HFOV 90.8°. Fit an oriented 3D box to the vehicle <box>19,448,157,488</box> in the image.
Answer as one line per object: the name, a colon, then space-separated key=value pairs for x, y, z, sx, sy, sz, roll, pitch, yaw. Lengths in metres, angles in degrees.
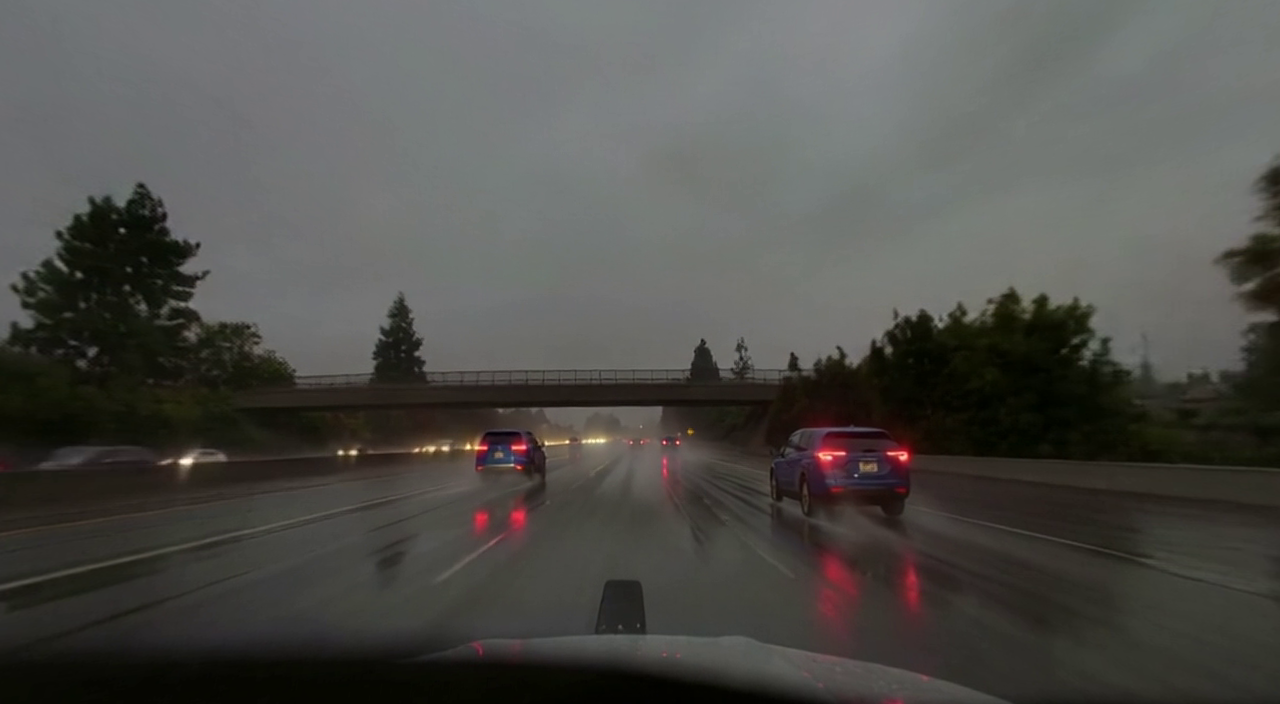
vehicle: x=-23.272 y=4.870 z=26.905 sx=1.900 sy=1.508 sz=4.456 roll=0 pitch=-9 yaw=-1

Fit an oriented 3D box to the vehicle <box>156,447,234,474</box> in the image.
vehicle: x=-29.960 y=7.308 z=42.728 sx=1.954 sy=1.691 sz=4.637 roll=0 pitch=-9 yaw=0

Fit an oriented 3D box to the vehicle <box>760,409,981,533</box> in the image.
vehicle: x=3.750 y=2.049 z=11.404 sx=2.185 sy=1.749 sz=4.477 roll=0 pitch=-9 yaw=-1

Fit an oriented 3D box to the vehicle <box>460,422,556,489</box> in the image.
vehicle: x=-4.021 y=3.259 z=20.122 sx=2.018 sy=1.872 sz=4.728 roll=0 pitch=-9 yaw=0
